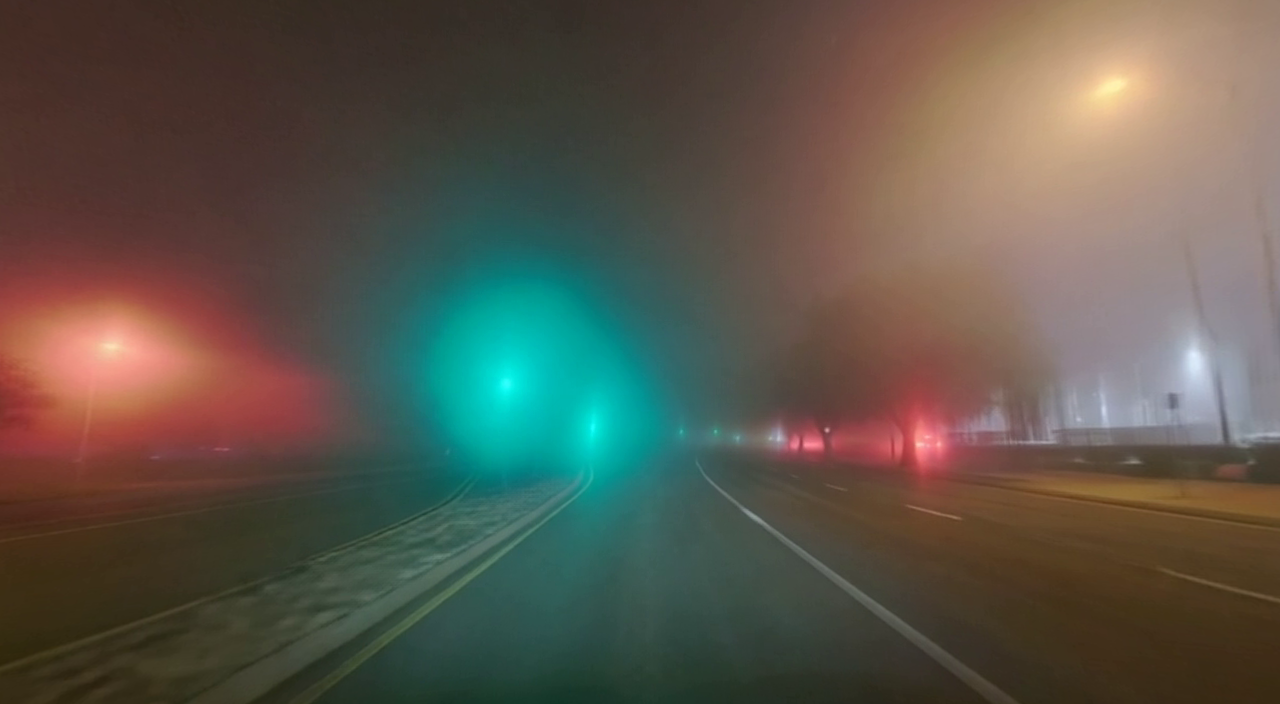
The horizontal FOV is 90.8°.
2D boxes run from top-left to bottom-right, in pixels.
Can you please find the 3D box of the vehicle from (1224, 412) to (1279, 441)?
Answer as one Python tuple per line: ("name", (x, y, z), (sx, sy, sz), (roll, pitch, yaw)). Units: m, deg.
("vehicle", (32.209, 3.804, 32.446), (3.328, 1.385, 1.570), (1, -9, -15))
